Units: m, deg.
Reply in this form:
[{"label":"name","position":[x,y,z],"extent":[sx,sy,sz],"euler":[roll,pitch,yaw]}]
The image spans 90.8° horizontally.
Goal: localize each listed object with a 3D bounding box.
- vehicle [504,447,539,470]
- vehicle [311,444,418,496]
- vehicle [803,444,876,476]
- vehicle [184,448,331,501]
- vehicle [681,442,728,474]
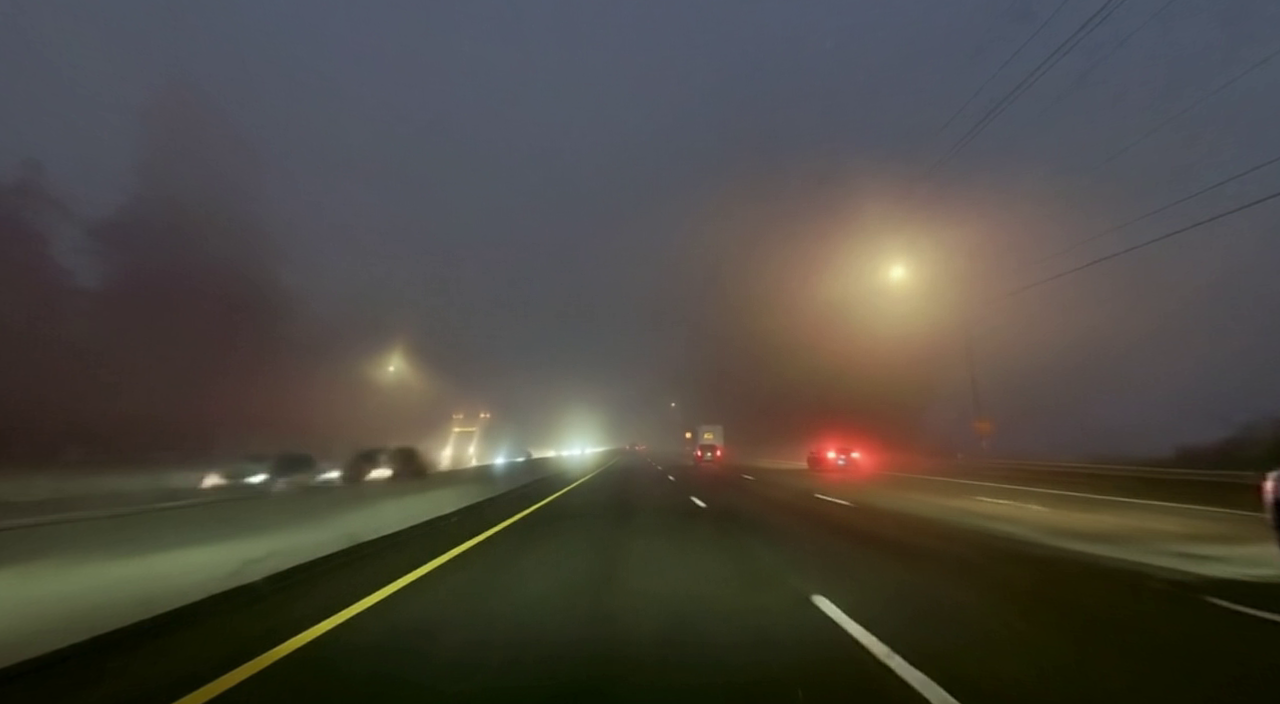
[{"label":"vehicle","position":[-7.504,6.785,40.343],"extent":[1.543,1.401,3.404],"euler":[0,-9,1]},{"label":"vehicle","position":[-8.488,3.641,19.820],"extent":[1.798,1.465,3.431],"euler":[0,-9,0]},{"label":"vehicle","position":[10.181,5.545,32.774],"extent":[1.987,1.502,5.130],"euler":[0,-9,-2]},{"label":"vehicle","position":[-11.975,3.830,20.219],"extent":[1.911,1.468,4.434],"euler":[0,-9,0]},{"label":"vehicle","position":[3.433,5.715,34.257],"extent":[2.018,1.600,4.121],"euler":[0,-9,-2]}]
